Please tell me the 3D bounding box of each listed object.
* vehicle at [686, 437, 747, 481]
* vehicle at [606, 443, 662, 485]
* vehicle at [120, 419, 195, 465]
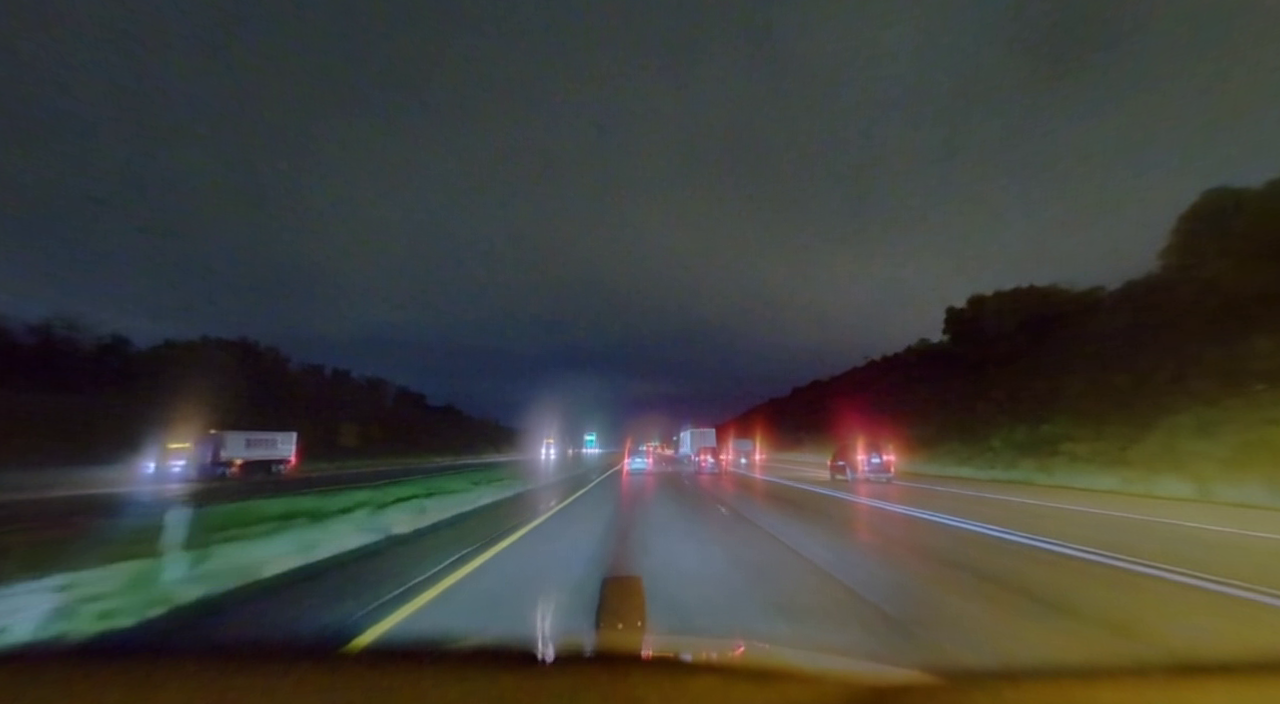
[{"bbox_3d":[3.182,4.585,27.196,2.048,1.704,4.284,0,-9,-1],"label":"vehicle"},{"bbox_3d":[-0.227,4.223,23.929,1.970,1.441,3.846,0,-9,-1],"label":"vehicle"},{"bbox_3d":[-35.311,6.603,46.241,2.857,3.275,3.008,0,-9,2],"label":"vehicle"}]
